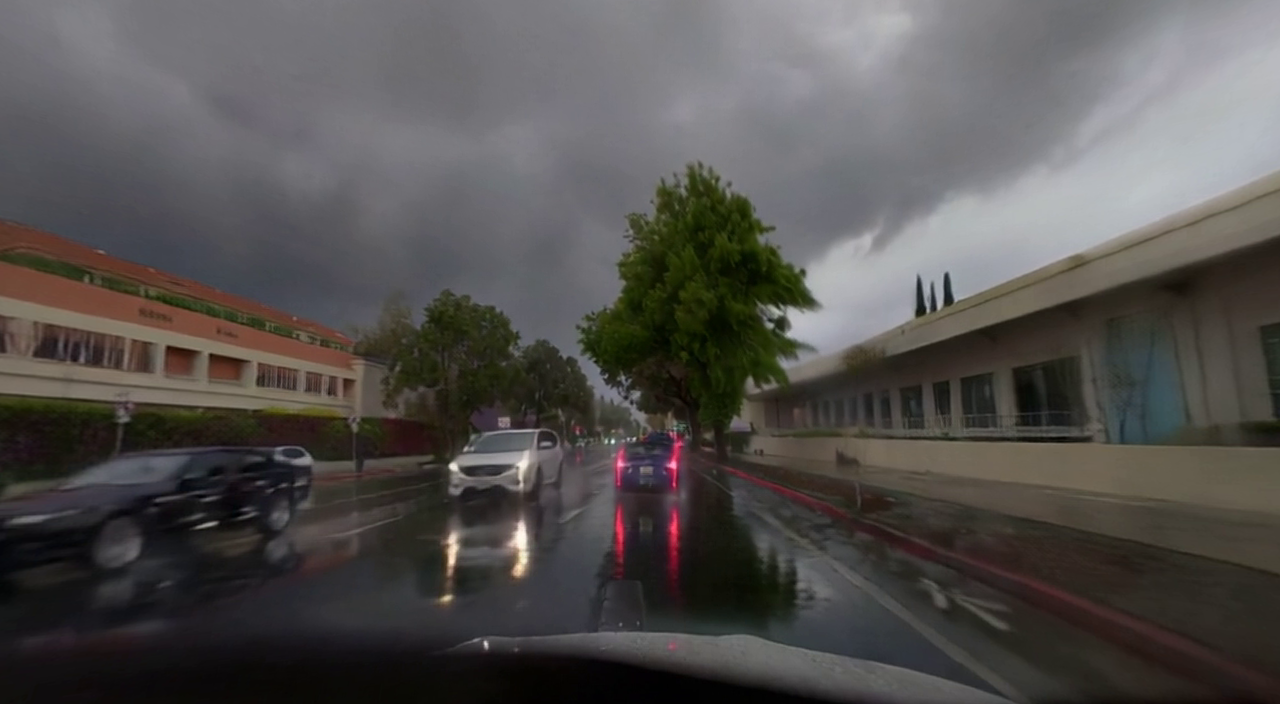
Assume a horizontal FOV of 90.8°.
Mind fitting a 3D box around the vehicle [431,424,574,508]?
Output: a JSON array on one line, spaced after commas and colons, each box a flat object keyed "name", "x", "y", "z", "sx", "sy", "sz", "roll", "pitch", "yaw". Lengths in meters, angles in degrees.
[{"name": "vehicle", "x": -3.074, "y": 2.699, "z": 15.421, "sx": 2.294, "sy": 1.695, "sz": 4.792, "roll": -1, "pitch": -8, "yaw": 2}]

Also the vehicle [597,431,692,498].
[{"name": "vehicle", "x": 0.142, "y": 2.832, "z": 16.294, "sx": 2.116, "sy": 1.479, "sz": 4.358, "roll": 0, "pitch": -8, "yaw": 1}]

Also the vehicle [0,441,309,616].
[{"name": "vehicle", "x": -6.420, "y": 1.840, "z": 7.677, "sx": 2.170, "sy": 1.465, "sz": 4.648, "roll": -1, "pitch": -8, "yaw": 2}]
